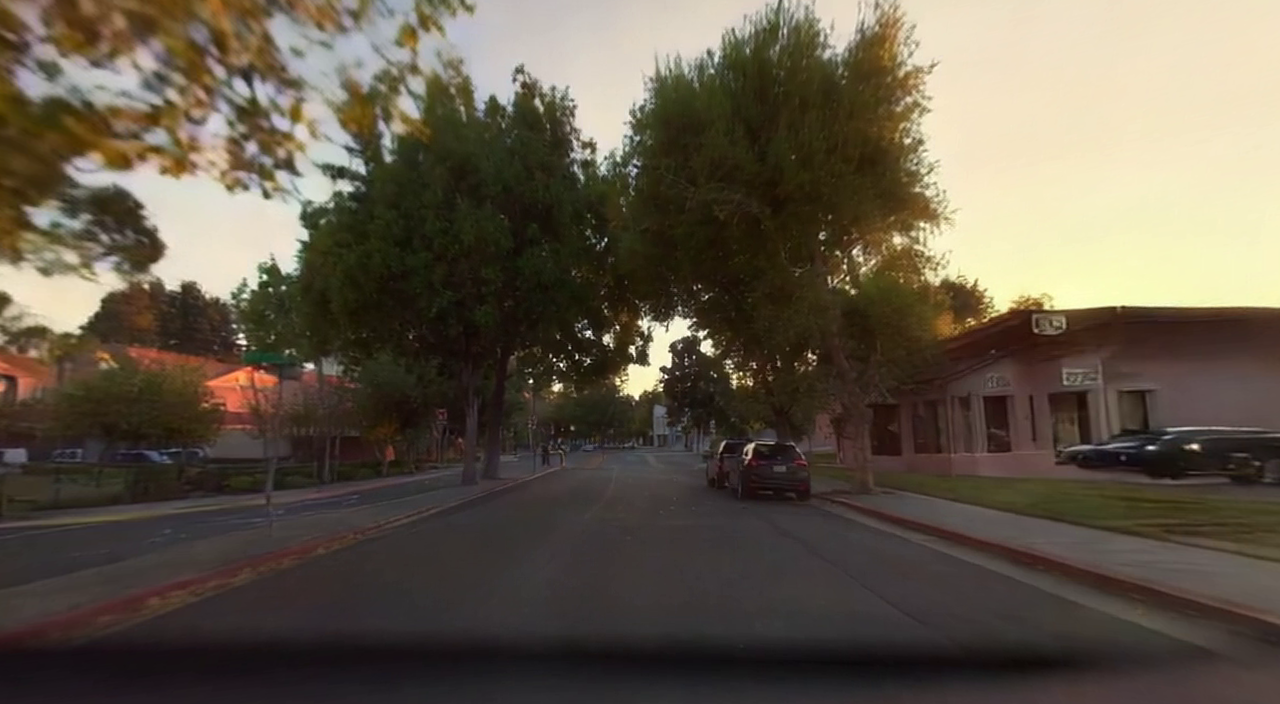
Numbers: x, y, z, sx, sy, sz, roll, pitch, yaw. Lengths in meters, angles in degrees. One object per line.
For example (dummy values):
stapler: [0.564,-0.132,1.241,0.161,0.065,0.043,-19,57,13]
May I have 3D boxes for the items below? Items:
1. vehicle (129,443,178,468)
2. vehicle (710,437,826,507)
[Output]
vehicle: [-36.943,7.829,47.922,2.419,1.687,4.157,9,-11,-42]
vehicle: [3.113,3.028,16.417,2.064,1.532,4.596,0,-9,0]
